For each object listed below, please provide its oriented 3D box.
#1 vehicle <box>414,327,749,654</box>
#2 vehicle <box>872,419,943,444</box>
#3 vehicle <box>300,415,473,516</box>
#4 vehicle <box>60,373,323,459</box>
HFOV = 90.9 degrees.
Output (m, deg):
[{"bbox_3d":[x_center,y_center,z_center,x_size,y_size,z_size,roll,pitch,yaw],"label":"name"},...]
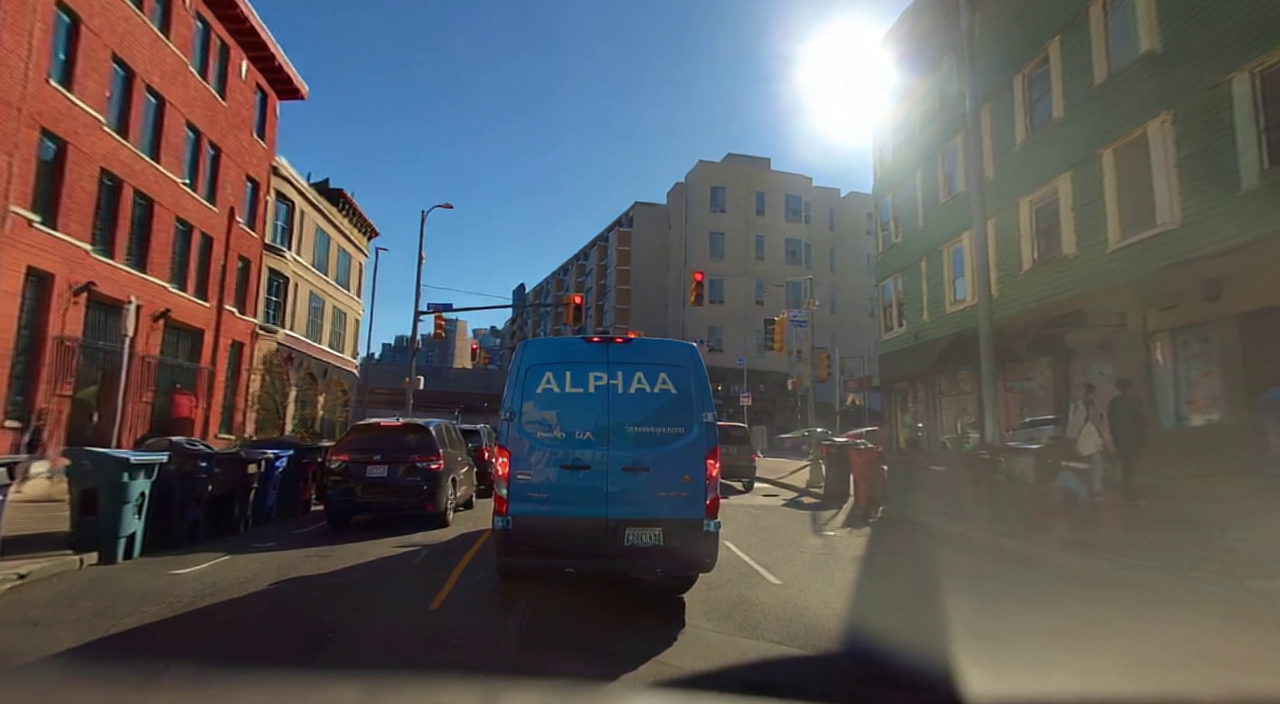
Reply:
[{"bbox_3d":[-0.481,1.085,5.922,1.951,1.907,4.266,1,-8,-4],"label":"vehicle"},{"bbox_3d":[15.348,4.564,36.179,3.381,1.391,1.529,1,-8,-9],"label":"vehicle"},{"bbox_3d":[-4.175,1.896,10.990,1.841,1.461,3.426,1,-8,-5],"label":"vehicle"},{"bbox_3d":[-17.836,2.661,25.697,8.088,3.213,2.801,1,-8,-9],"label":"vehicle"}]
